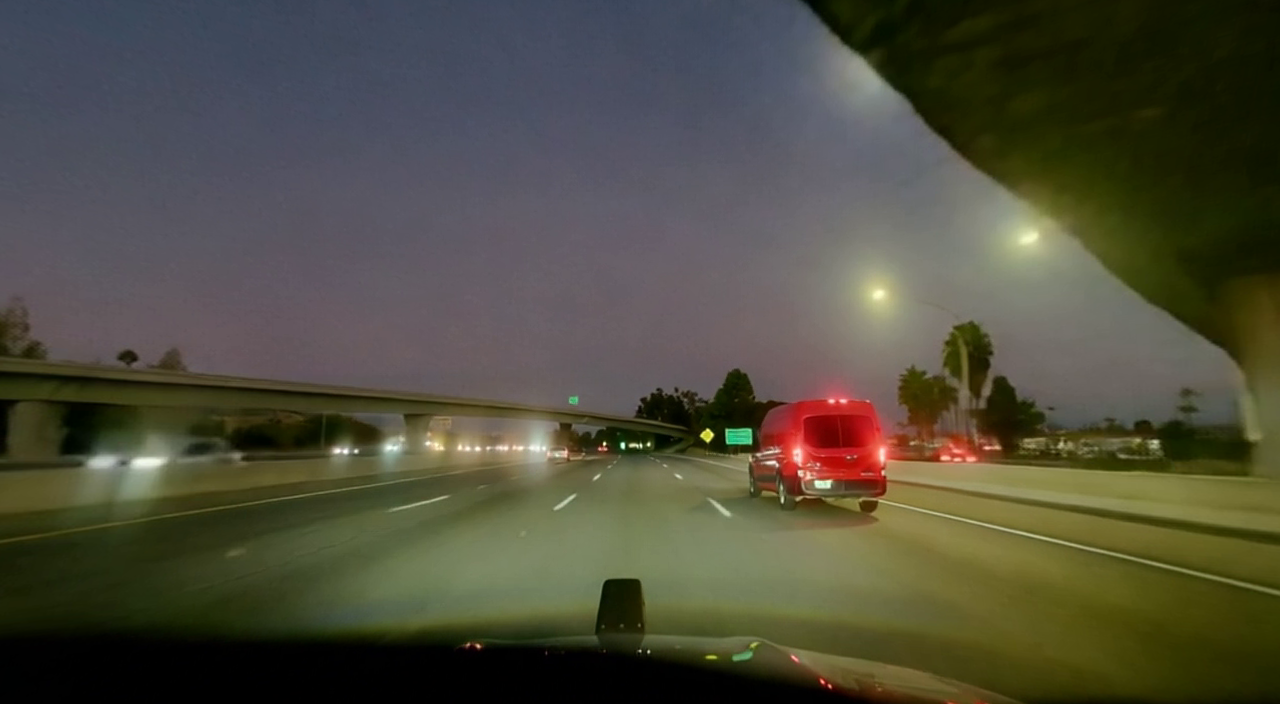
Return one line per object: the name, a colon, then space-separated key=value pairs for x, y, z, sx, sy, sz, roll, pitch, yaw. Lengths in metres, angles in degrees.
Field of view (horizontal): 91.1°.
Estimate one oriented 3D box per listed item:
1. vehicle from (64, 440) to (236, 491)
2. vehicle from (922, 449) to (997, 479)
vehicle: x=-16.068 y=3.726 z=20.997 sx=1.952 sy=1.479 sz=4.689 roll=0 pitch=-9 yaw=0
vehicle: x=19.486 y=6.827 z=38.549 sx=2.294 sy=1.737 sz=4.708 roll=-1 pitch=-9 yaw=3
